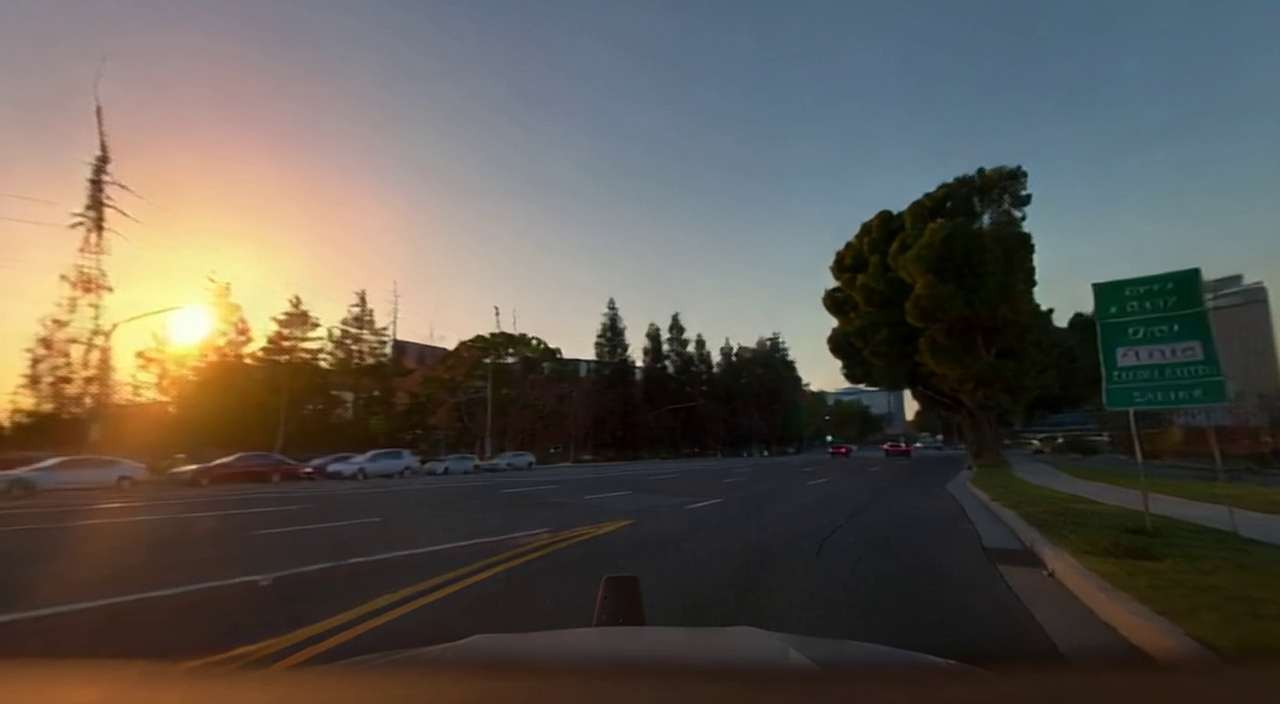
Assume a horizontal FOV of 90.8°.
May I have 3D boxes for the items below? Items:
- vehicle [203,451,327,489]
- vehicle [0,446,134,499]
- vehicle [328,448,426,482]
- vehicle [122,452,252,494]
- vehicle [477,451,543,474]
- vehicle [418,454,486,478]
[{"bbox_3d":[-17.206,5.382,29.258,1.842,1.582,4.513,-5,-10,29],"label":"vehicle"},{"bbox_3d":[-21.102,4.298,22.323,2.033,1.625,4.467,-11,-15,28],"label":"vehicle"},{"bbox_3d":[-14.332,6.135,34.687,1.926,1.681,4.727,-5,-10,29],"label":"vehicle"},{"bbox_3d":[-20.952,5.562,29.432,2.002,1.711,4.360,-5,-10,27],"label":"vehicle"},{"bbox_3d":[-8.972,7.637,43.991,1.872,1.493,4.724,-5,-10,29],"label":"vehicle"},{"bbox_3d":[-12.958,7.849,43.770,1.867,1.540,4.423,-5,-10,29],"label":"vehicle"}]
